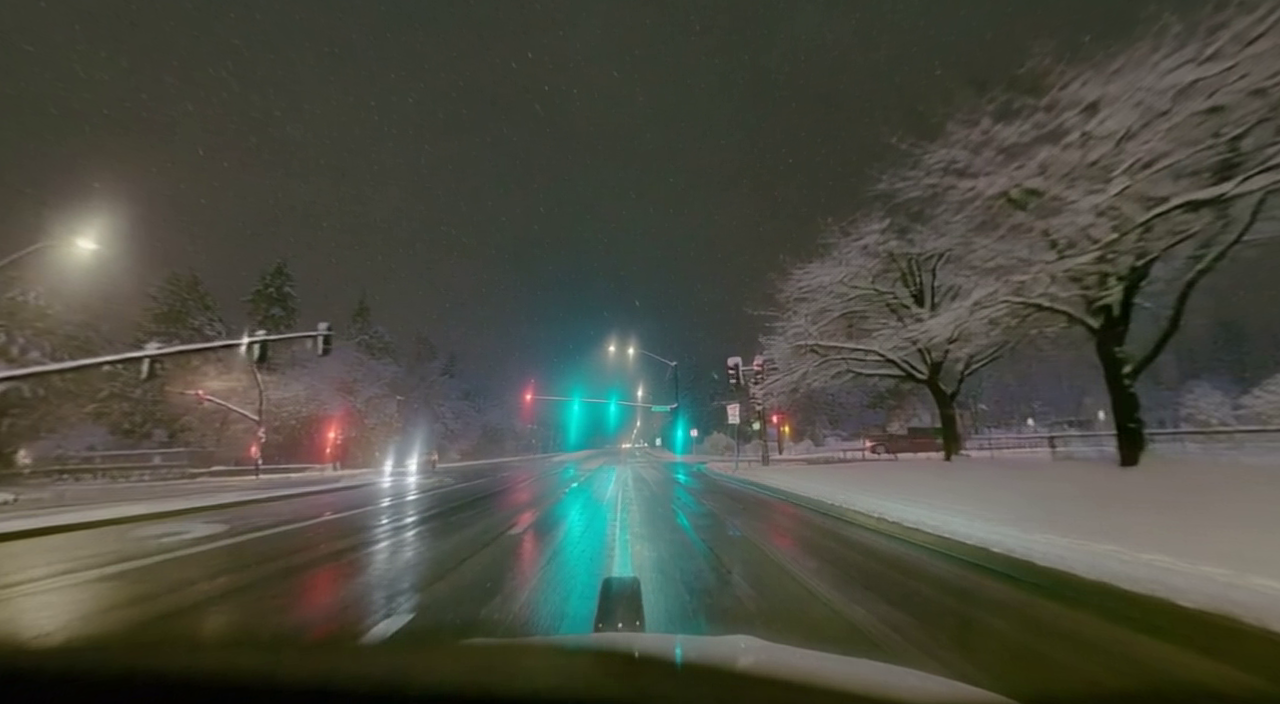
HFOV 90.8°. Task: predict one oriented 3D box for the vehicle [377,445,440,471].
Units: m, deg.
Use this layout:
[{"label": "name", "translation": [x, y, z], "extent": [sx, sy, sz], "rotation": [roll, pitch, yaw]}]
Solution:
[{"label": "vehicle", "translation": [-16.172, 7.339, 44.033], "extent": [4.262, 1.733, 2.024], "rotation": [-7, -11, 36]}]
